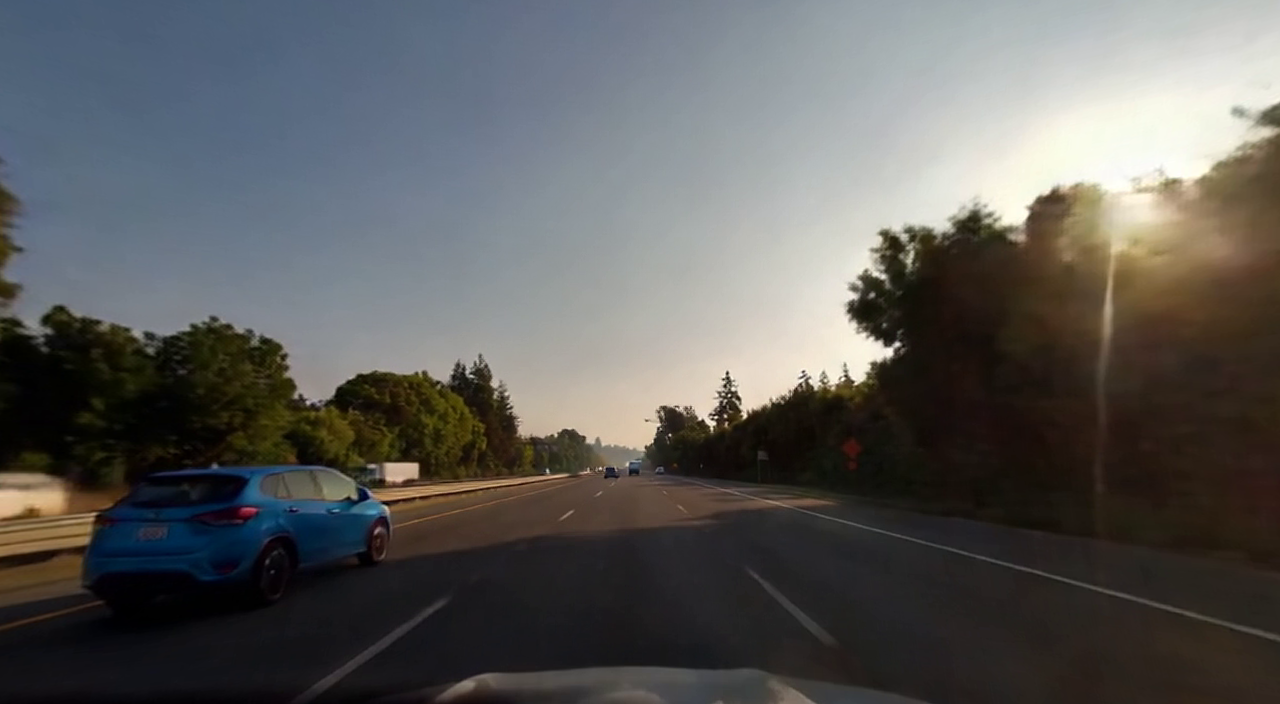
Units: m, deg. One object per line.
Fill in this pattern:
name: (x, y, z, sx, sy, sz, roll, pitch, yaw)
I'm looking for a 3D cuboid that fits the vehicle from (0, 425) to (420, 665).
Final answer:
vehicle: (-3.840, 1.634, 6.238, 1.797, 1.532, 4.072, 1, -10, 0)
